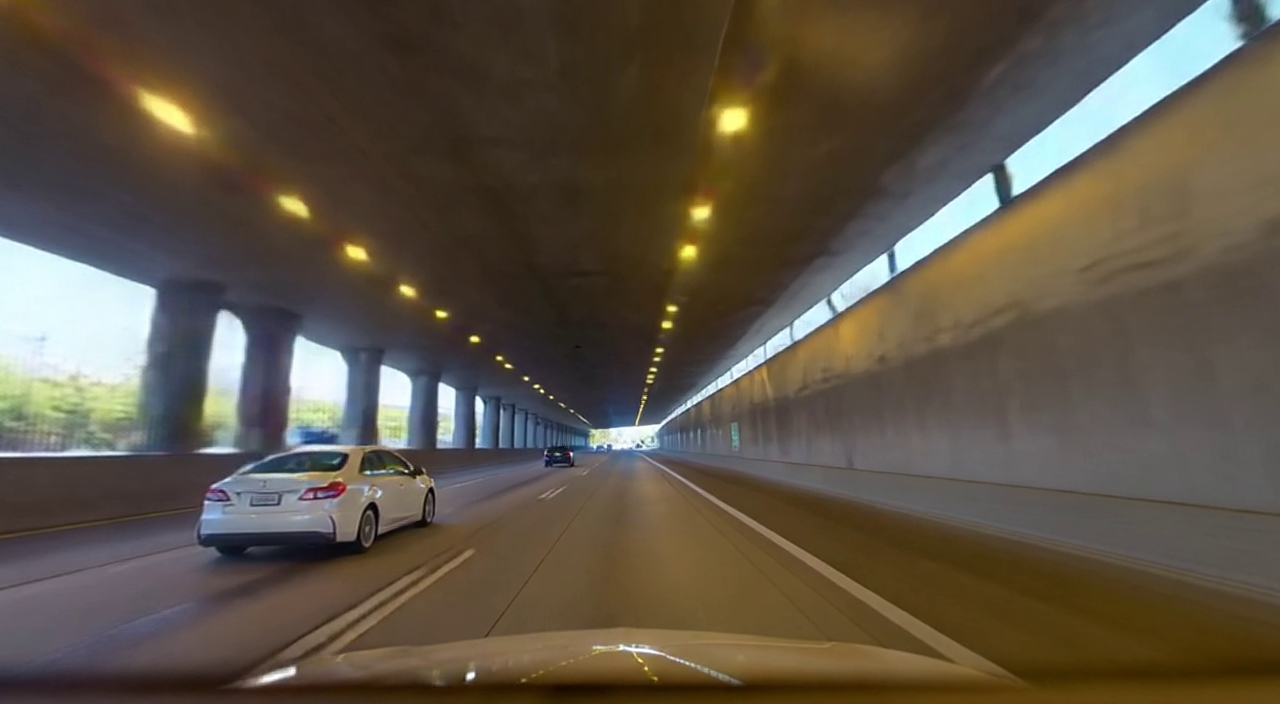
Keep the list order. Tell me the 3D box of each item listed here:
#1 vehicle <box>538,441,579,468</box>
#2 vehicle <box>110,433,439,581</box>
[{"bbox_3d":[-4.738,6.011,37.200,1.973,1.474,4.199,0,-8,-1],"label":"vehicle"},{"bbox_3d":[-4.278,1.831,8.358,1.885,1.424,4.230,0,-8,-1],"label":"vehicle"}]
